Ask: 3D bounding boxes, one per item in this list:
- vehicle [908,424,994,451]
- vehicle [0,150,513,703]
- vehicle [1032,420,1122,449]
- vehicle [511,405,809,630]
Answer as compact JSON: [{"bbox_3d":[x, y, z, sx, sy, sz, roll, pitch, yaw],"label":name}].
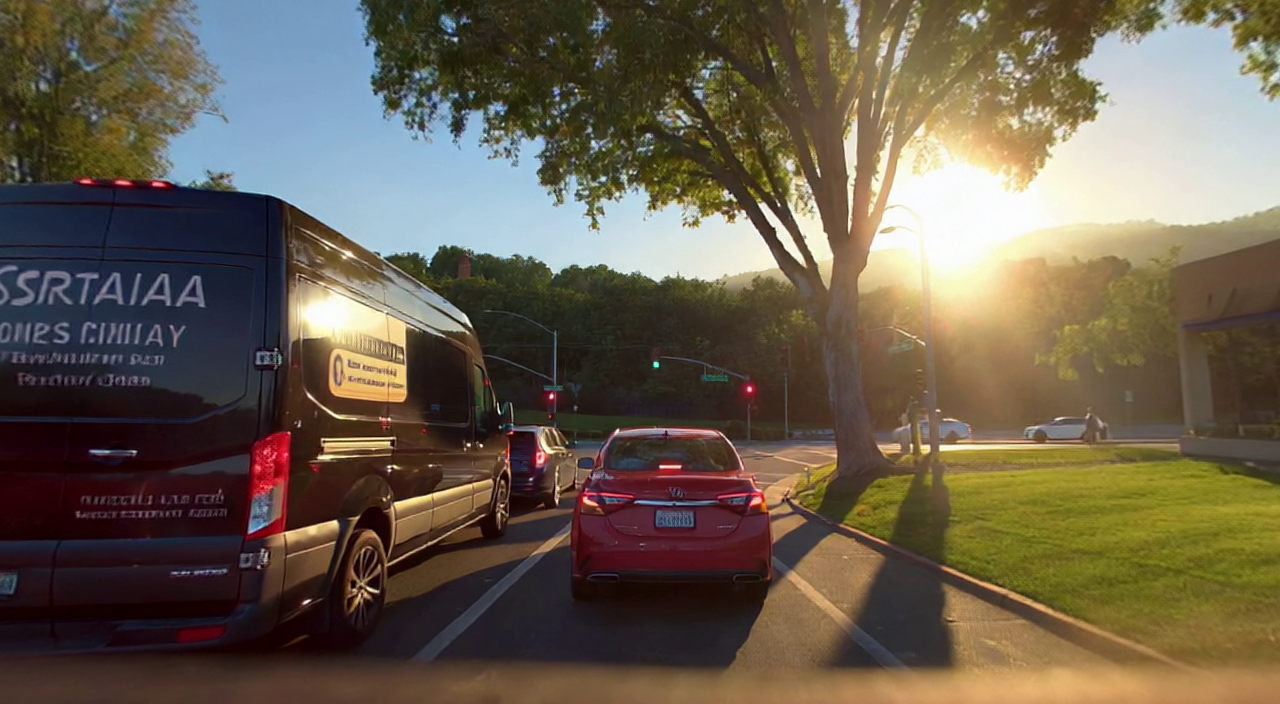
[{"bbox_3d":[21.955,6.067,44.511,5.021,1.848,2.210,1,-9,-9],"label":"vehicle"},{"bbox_3d":[-3.099,0.881,5.845,2.555,3.035,5.702,0,-8,0],"label":"vehicle"},{"bbox_3d":[32.025,6.056,46.182,5.084,2.041,2.360,2,-9,-9],"label":"vehicle"},{"bbox_3d":[0.304,1.642,7.287,2.398,1.773,4.254,-1,-8,4],"label":"vehicle"}]
